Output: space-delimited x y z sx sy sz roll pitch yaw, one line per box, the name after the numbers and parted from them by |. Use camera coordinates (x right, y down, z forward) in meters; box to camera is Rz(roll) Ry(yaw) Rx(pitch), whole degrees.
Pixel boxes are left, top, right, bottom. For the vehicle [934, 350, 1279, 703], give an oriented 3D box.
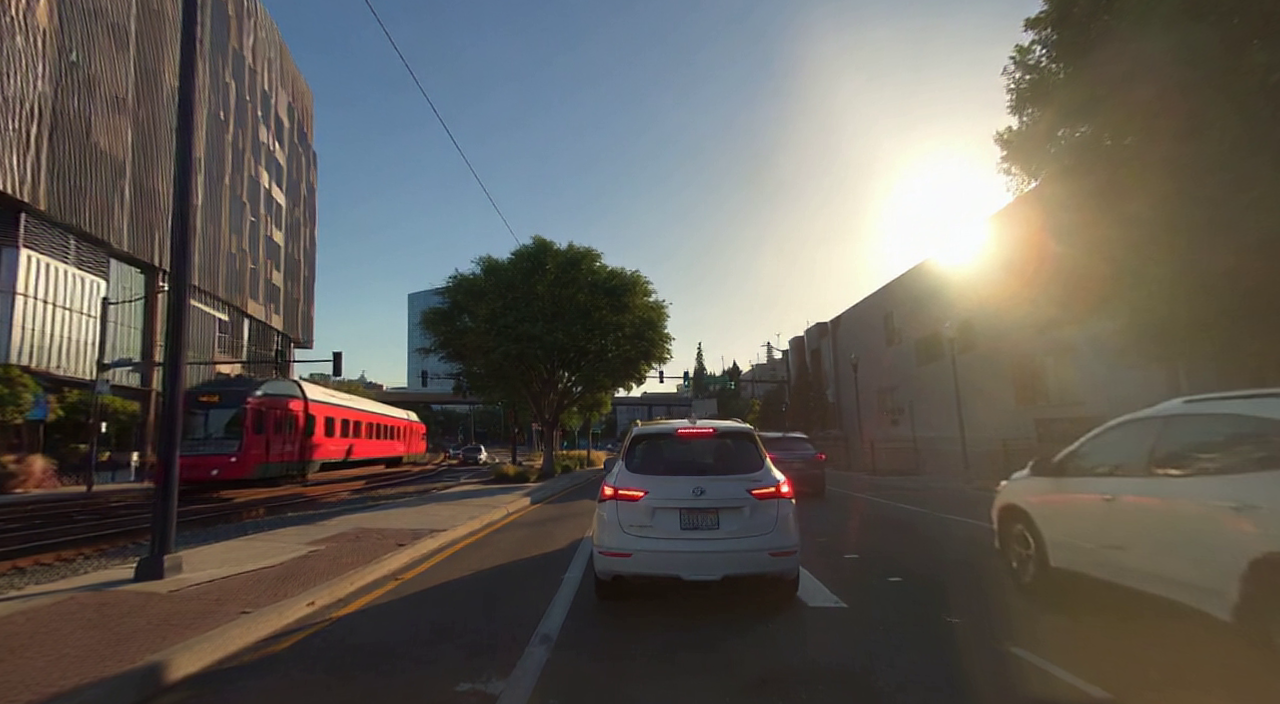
4.252 1.028 4.107 2.165 1.760 5.064 0 -9 0 | vehicle

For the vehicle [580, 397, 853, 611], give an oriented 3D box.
0.506 1.518 7.155 2.190 1.684 4.084 0 -9 -3 | vehicle
